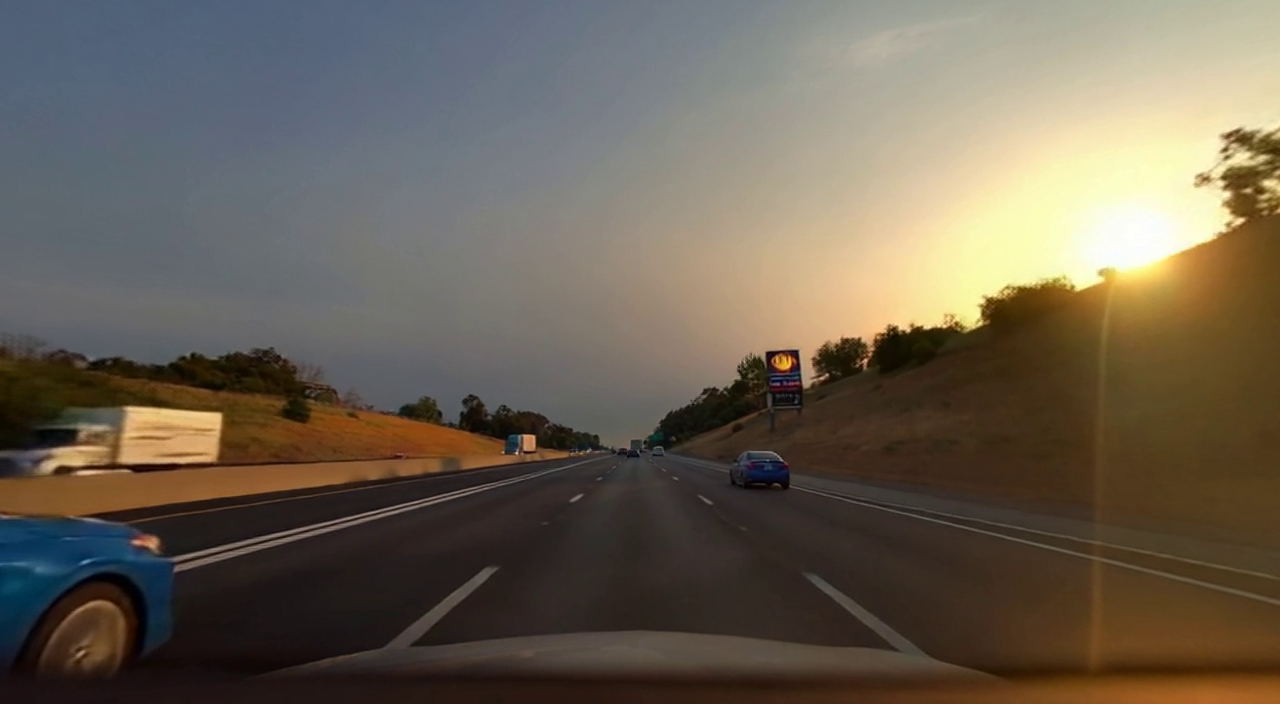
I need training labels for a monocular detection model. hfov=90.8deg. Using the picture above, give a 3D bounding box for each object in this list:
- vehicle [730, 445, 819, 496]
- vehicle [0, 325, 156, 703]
[{"bbox_3d":[4.268,3.822,20.698,1.967,1.472,3.751,0,-9,-2],"label":"vehicle"},{"bbox_3d":[-3.138,0.514,0.289,2.277,1.695,4.475,0,-9,-1],"label":"vehicle"}]
